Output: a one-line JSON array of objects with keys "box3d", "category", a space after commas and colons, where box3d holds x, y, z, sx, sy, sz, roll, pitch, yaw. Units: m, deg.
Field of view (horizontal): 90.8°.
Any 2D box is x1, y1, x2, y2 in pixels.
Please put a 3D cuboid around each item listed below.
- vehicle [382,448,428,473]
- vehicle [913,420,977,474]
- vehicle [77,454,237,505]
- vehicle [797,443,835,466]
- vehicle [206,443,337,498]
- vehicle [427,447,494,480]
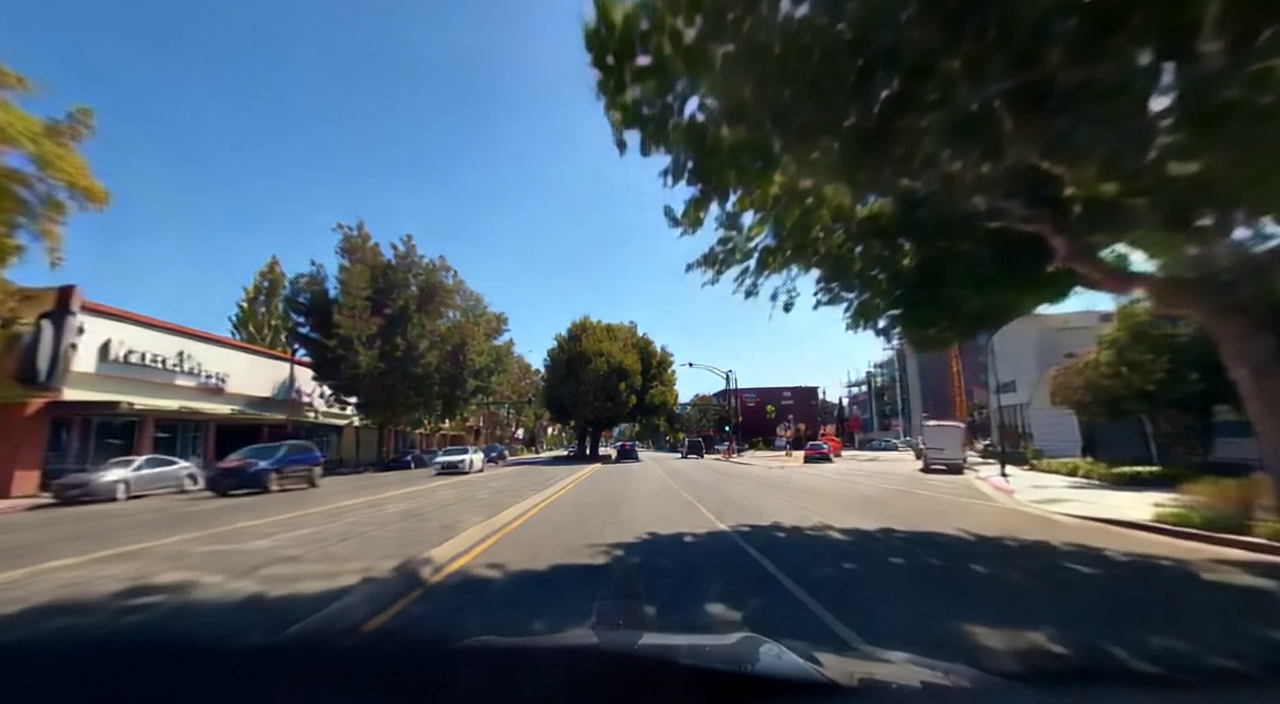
[{"box3d": [-16.690, 7.683, 45.105, 1.808, 1.670, 3.937, 0, -9, -1], "category": "vehicle"}, {"box3d": [16.795, 5.254, 35.096, 2.311, 2.722, 5.823, -3, -9, 18], "category": "vehicle"}, {"box3d": [-16.376, 4.300, 21.829, 1.856, 1.496, 4.686, 0, -9, -1], "category": "vehicle"}, {"box3d": [12.391, 7.161, 44.266, 1.961, 1.485, 4.762, -4, -9, 22], "category": "vehicle"}, {"box3d": [-12.082, 3.868, 21.085, 1.883, 1.609, 4.102, 0, -9, -1], "category": "vehicle"}, {"box3d": [-8.718, 5.423, 31.064, 1.960, 1.461, 4.433, 0, -9, 0], "category": "vehicle"}]
